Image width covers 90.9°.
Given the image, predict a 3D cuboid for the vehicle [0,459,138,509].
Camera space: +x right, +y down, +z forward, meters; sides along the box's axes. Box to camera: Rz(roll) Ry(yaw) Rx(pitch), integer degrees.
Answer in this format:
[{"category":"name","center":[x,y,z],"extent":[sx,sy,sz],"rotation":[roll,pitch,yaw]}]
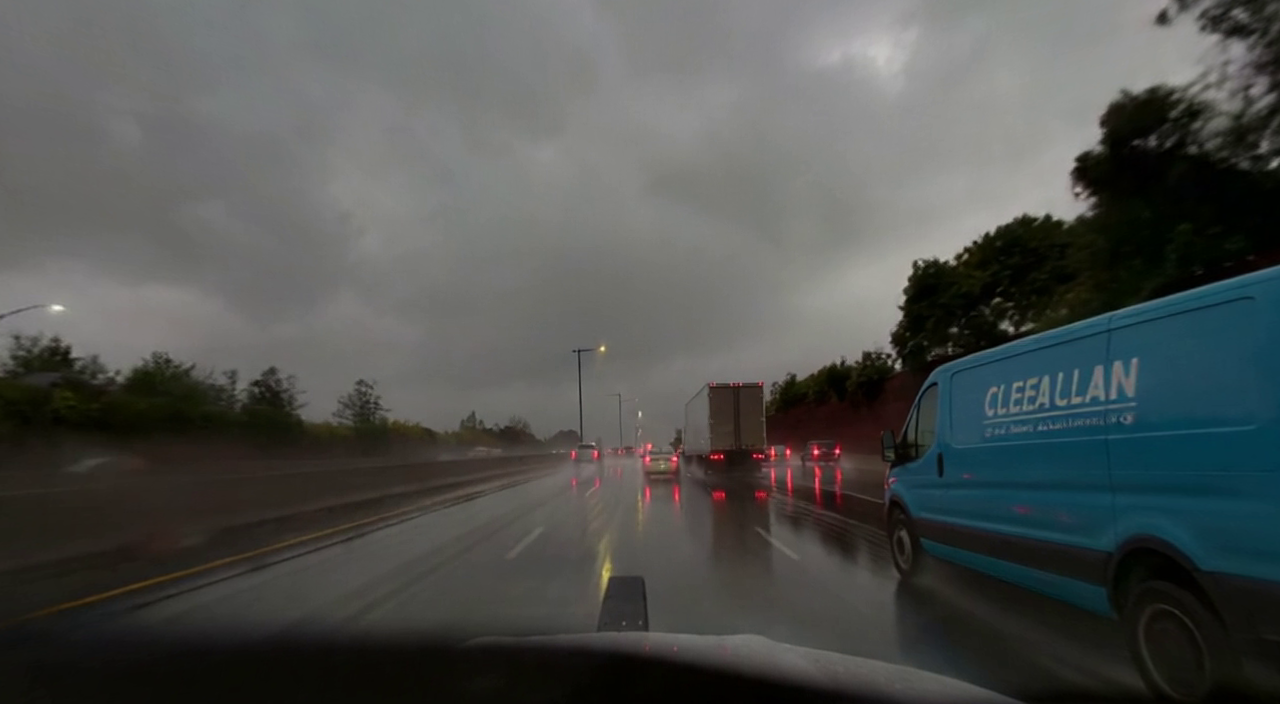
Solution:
[{"category":"vehicle","center":[-23.157,5.249,25.452],"extent":[1.949,1.724,4.574],"rotation":[0,-9,0]}]

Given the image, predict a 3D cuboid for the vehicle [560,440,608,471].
[{"category":"vehicle","center":[-3.089,5.830,35.675],"extent":[2.182,1.601,4.364],"rotation":[-1,-9,1]}]

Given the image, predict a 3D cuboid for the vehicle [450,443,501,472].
[{"category":"vehicle","center":[-11.848,7.633,45.880],"extent":[2.166,1.890,5.403],"rotation":[0,-9,1]}]

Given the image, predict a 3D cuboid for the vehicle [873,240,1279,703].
[{"category":"vehicle","center":[3.569,0.773,3.402],"extent":[2.441,2.017,5.739],"rotation":[0,-9,0]}]

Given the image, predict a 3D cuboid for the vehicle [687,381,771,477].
[{"category":"vehicle","center":[4.299,4.251,33.514],"extent":[2.821,4.077,12.562],"rotation":[0,-9,1]}]

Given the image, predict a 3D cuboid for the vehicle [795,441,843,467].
[{"category":"vehicle","center":[11.143,6.340,39.474],"extent":[1.870,1.525,3.680],"rotation":[0,-9,0]}]

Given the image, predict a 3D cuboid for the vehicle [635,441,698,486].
[{"category":"vehicle","center":[0.873,4.002,22.941],"extent":[2.063,1.469,4.208],"rotation":[0,-9,0]}]
